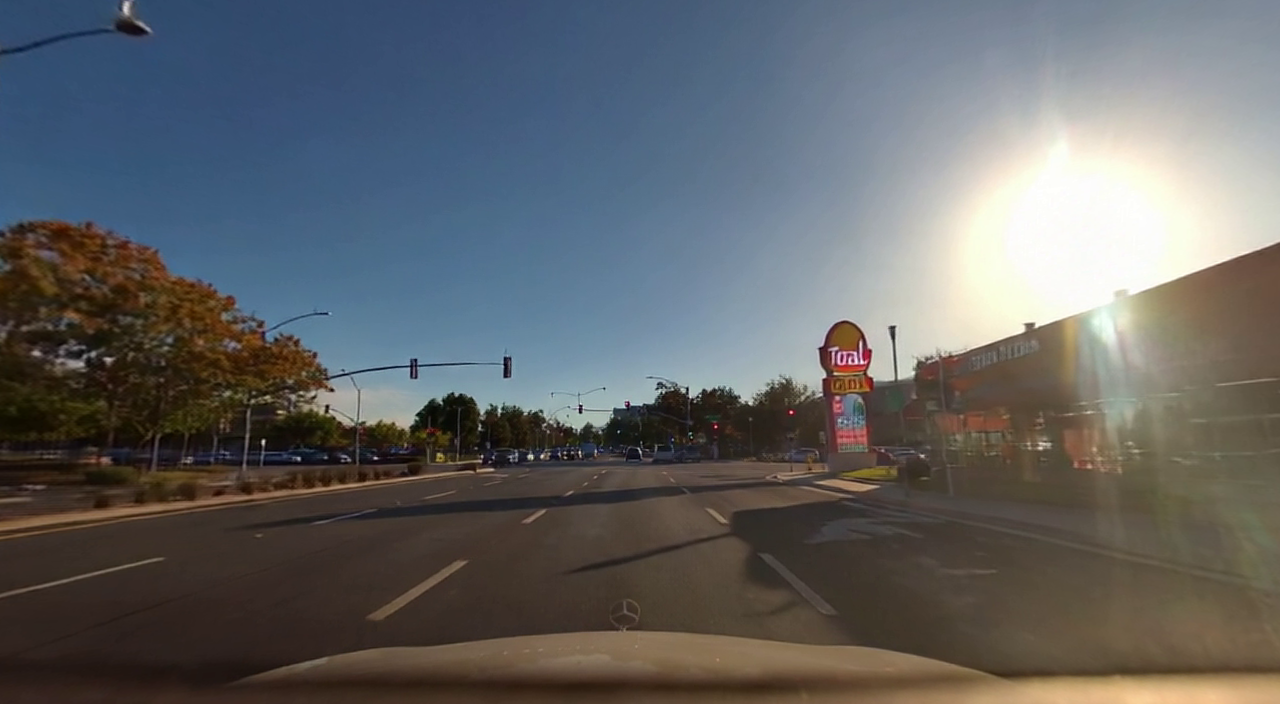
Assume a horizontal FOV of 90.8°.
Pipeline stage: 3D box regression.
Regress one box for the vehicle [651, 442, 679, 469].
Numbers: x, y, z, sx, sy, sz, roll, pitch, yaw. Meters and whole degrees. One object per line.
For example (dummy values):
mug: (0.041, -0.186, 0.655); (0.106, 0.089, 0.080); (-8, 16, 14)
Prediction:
vehicle: (1.946, 8.059, 49.479); (2.096, 1.961, 4.259); (0, -9, 2)
